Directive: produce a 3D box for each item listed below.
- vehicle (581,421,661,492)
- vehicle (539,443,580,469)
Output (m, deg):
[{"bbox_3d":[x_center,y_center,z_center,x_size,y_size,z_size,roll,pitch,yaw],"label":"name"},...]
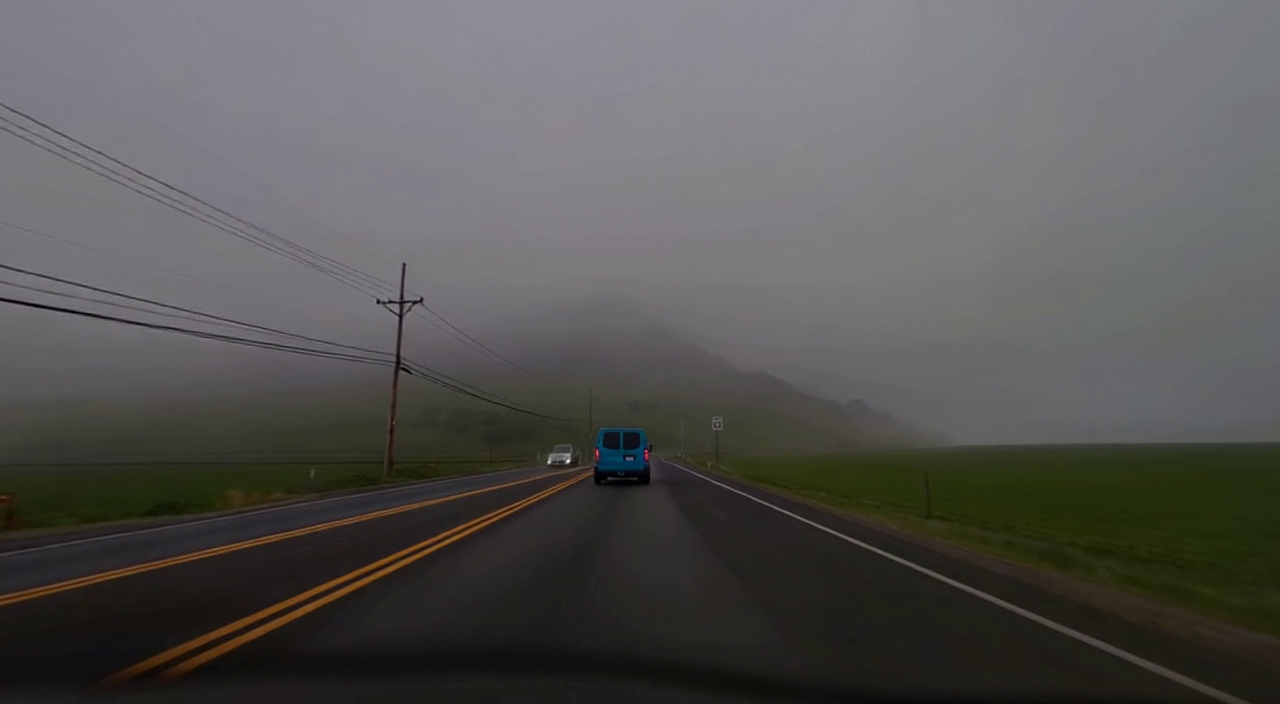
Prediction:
[{"bbox_3d":[-0.583,3.530,21.662,2.454,2.144,4.535,0,-8,0],"label":"vehicle"},{"bbox_3d":[-5.881,7.648,46.465,2.120,1.804,4.392,0,-8,4],"label":"vehicle"}]
